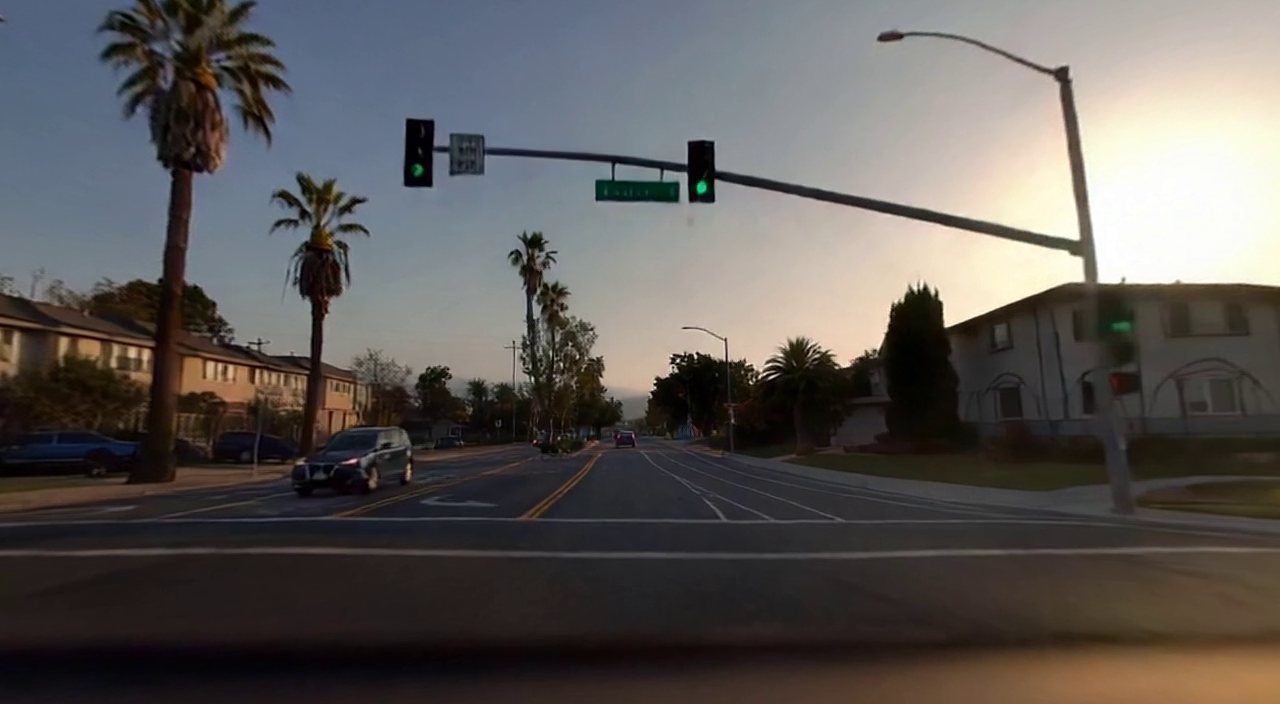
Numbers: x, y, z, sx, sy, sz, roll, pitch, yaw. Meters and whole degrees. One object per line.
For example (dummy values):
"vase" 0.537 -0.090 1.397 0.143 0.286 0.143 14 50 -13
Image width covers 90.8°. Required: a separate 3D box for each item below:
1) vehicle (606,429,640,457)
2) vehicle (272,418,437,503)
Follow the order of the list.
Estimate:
"vehicle" -1.240 6.412 44.392 2.248 1.833 4.798 0 -8 -3
"vehicle" -6.350 2.461 14.640 1.983 1.684 3.938 0 -8 -1
